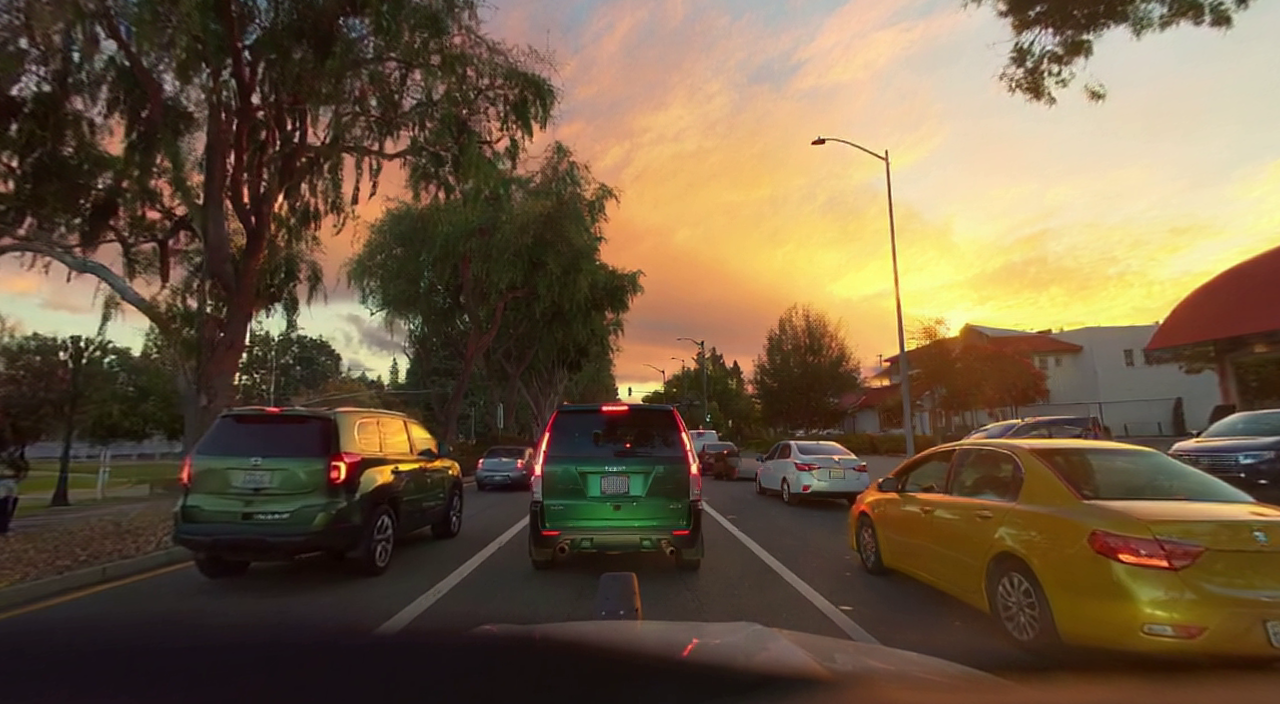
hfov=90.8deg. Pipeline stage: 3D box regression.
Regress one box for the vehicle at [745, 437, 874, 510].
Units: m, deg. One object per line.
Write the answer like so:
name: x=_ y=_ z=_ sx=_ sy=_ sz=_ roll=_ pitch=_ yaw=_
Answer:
vehicle: x=3.923 y=2.865 z=15.411 sx=1.875 sy=1.521 sz=4.192 roll=0 pitch=-9 yaw=-1

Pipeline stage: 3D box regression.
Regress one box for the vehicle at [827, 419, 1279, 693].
vehicle: x=3.360 y=1.439 z=5.694 sx=1.900 sy=1.477 sz=4.352 roll=0 pitch=-9 yaw=-2

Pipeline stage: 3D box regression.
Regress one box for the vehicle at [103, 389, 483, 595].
vehicle: x=-3.689 y=1.590 z=7.998 sx=2.231 sy=1.853 sz=4.461 roll=0 pitch=-9 yaw=0

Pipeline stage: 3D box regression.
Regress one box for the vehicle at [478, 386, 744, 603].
vehicle: x=-0.293 y=1.515 z=7.526 sx=2.238 sy=1.825 sz=4.190 roll=0 pitch=-9 yaw=-1
